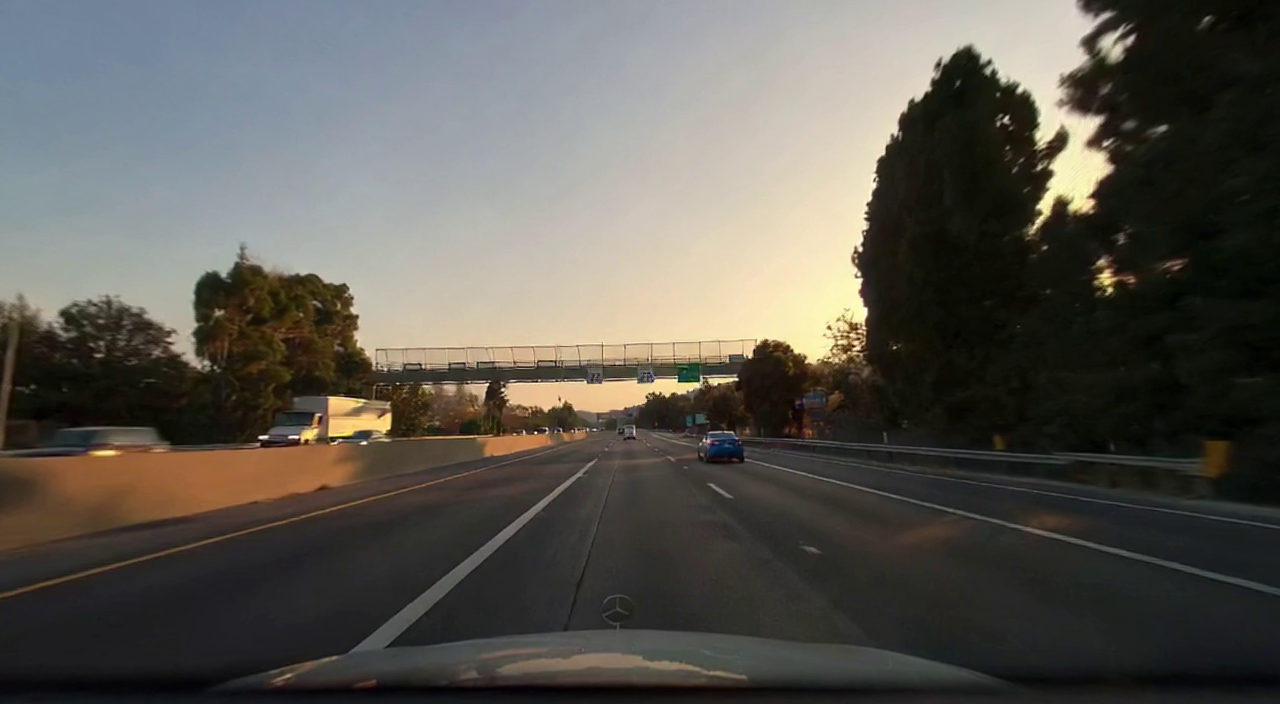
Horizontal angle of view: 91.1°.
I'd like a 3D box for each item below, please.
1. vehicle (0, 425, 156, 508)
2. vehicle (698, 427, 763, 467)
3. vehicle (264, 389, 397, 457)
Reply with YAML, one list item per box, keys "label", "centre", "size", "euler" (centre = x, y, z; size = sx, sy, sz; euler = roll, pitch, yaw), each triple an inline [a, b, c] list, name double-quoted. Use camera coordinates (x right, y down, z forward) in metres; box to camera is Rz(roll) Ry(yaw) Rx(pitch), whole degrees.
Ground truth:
- label: "vehicle"
  centre: [-12.741, 2.314, 13.122]
  size: [1.903, 1.527, 4.294]
  euler: [0, -8, -1]
- label: "vehicle"
  centre: [3.751, 4.008, 26.688]
  size: [1.973, 1.563, 3.959]
  euler: [0, -8, -3]
- label: "vehicle"
  centre: [-20.875, 5.087, 43.861]
  size: [2.853, 4.045, 13.061]
  euler: [0, -8, -1]
